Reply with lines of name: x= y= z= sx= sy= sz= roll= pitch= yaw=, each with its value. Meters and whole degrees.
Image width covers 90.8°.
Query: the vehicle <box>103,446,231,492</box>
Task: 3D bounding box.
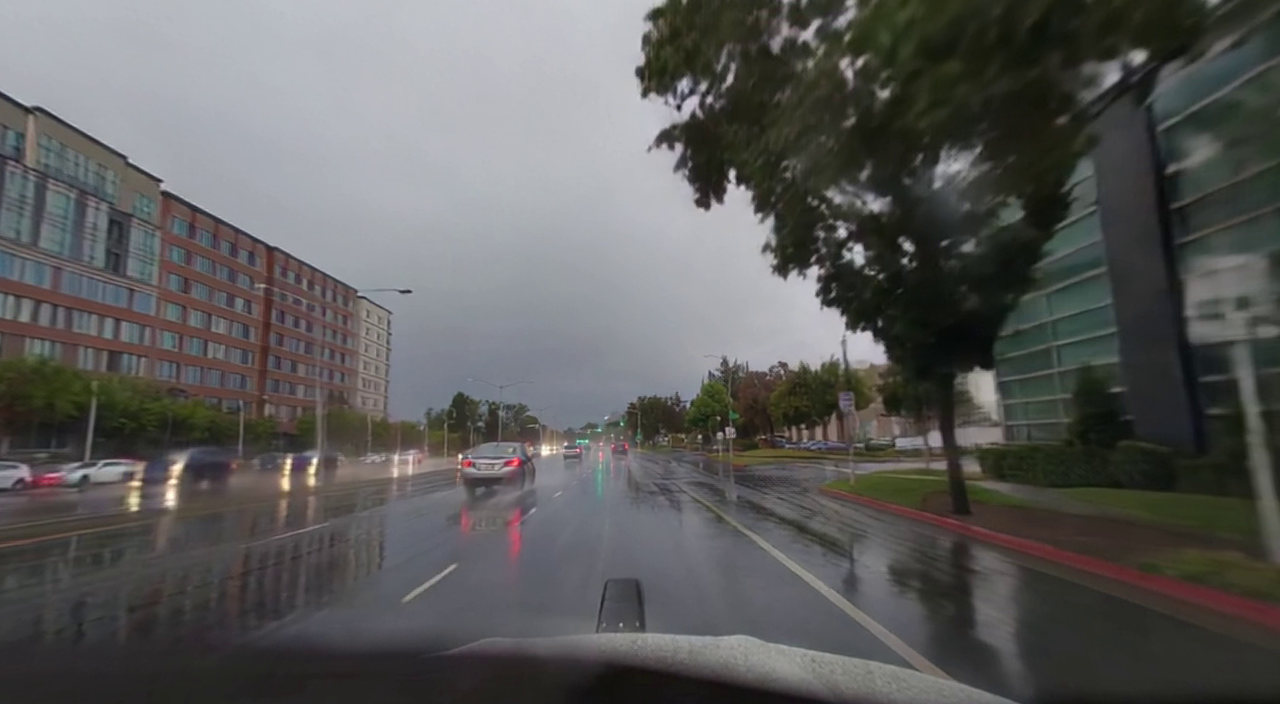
vehicle: x=-19.996 y=4.916 z=27.006 sx=1.963 sy=1.765 sz=4.595 roll=0 pitch=-8 yaw=-1

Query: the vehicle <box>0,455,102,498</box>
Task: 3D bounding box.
vehicle: x=-27.110 y=5.486 z=28.258 sx=1.927 sy=1.645 sz=4.728 roll=0 pitch=-8 yaw=-1

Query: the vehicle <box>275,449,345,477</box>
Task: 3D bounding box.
vehicle: x=-20.178 y=6.782 z=38.806 sx=2.159 sy=1.613 sz=3.873 roll=0 pitch=-8 yaw=1

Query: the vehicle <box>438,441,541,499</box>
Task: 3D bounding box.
vehicle: x=-4.208 y=3.350 z=18.457 sx=2.025 sy=1.474 sz=4.292 roll=0 pitch=-8 yaw=-1
